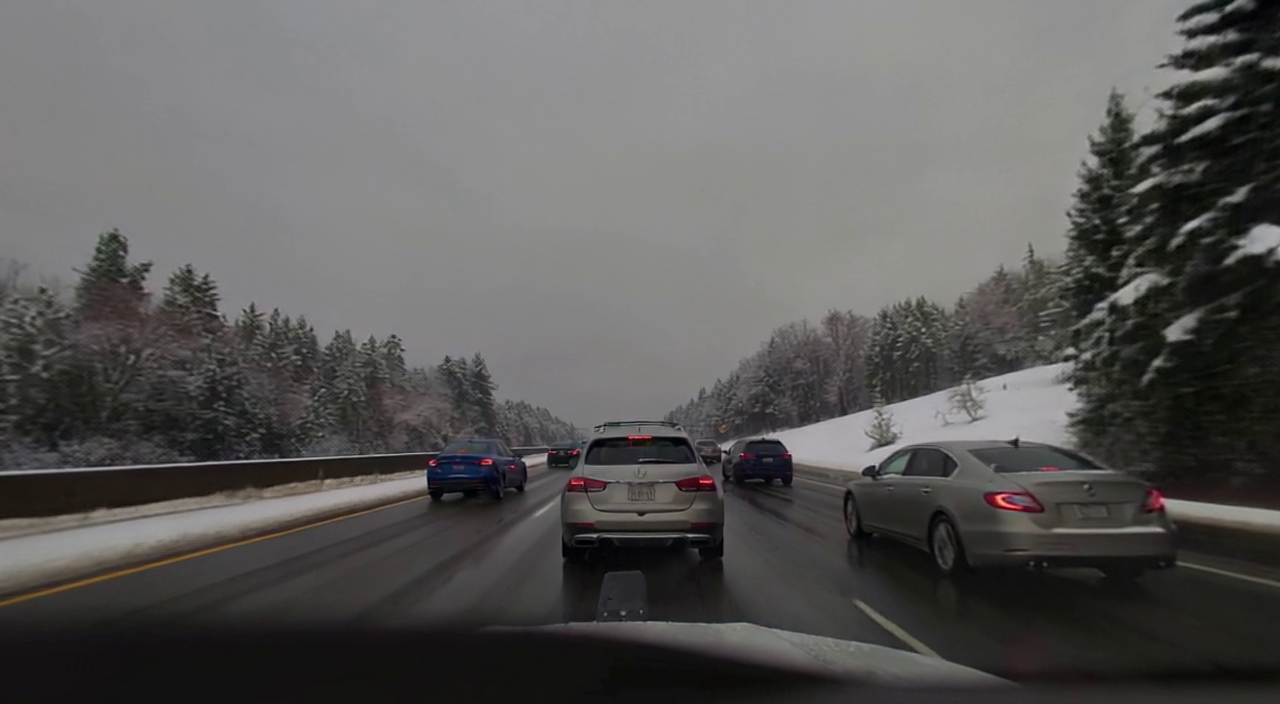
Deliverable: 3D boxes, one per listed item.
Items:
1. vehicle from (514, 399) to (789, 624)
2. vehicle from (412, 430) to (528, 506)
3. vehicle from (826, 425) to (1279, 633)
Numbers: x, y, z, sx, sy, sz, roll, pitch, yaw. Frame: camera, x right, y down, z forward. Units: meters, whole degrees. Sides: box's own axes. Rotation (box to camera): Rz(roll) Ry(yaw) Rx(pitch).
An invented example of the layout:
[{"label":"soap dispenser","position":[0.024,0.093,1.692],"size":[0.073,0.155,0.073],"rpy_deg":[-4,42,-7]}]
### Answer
[{"label":"vehicle","position":[0.028,1.508,6.792],"size":[2.093,1.695,3.782],"rpy_deg":[0,-9,-2]},{"label":"vehicle","position":[-4.252,2.969,16.450],"size":[1.890,1.708,3.844],"rpy_deg":[0,-9,0]},{"label":"vehicle","position":[3.682,1.592,6.728],"size":[1.953,1.434,4.511],"rpy_deg":[0,-9,-1]}]
